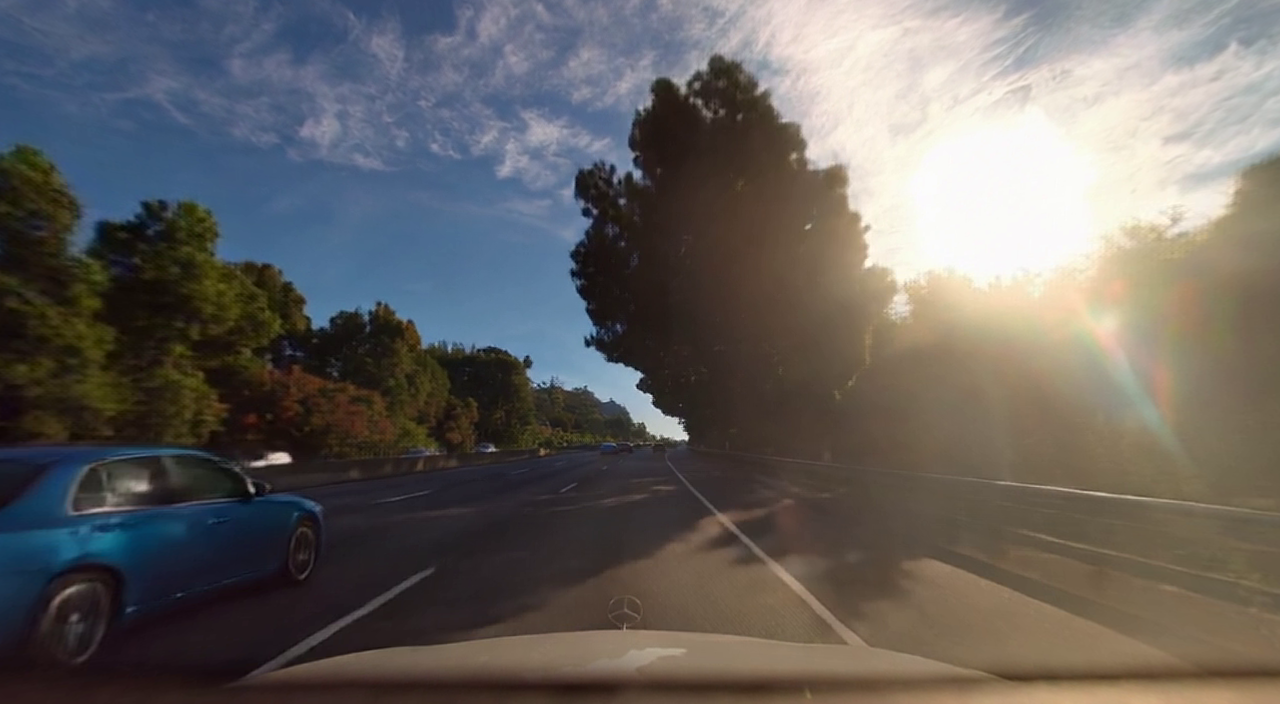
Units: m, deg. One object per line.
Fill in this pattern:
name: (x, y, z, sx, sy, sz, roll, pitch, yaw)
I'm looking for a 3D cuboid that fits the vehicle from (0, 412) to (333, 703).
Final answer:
vehicle: (-4.154, 1.174, 4.075, 1.996, 1.454, 4.495, 0, -8, 1)
